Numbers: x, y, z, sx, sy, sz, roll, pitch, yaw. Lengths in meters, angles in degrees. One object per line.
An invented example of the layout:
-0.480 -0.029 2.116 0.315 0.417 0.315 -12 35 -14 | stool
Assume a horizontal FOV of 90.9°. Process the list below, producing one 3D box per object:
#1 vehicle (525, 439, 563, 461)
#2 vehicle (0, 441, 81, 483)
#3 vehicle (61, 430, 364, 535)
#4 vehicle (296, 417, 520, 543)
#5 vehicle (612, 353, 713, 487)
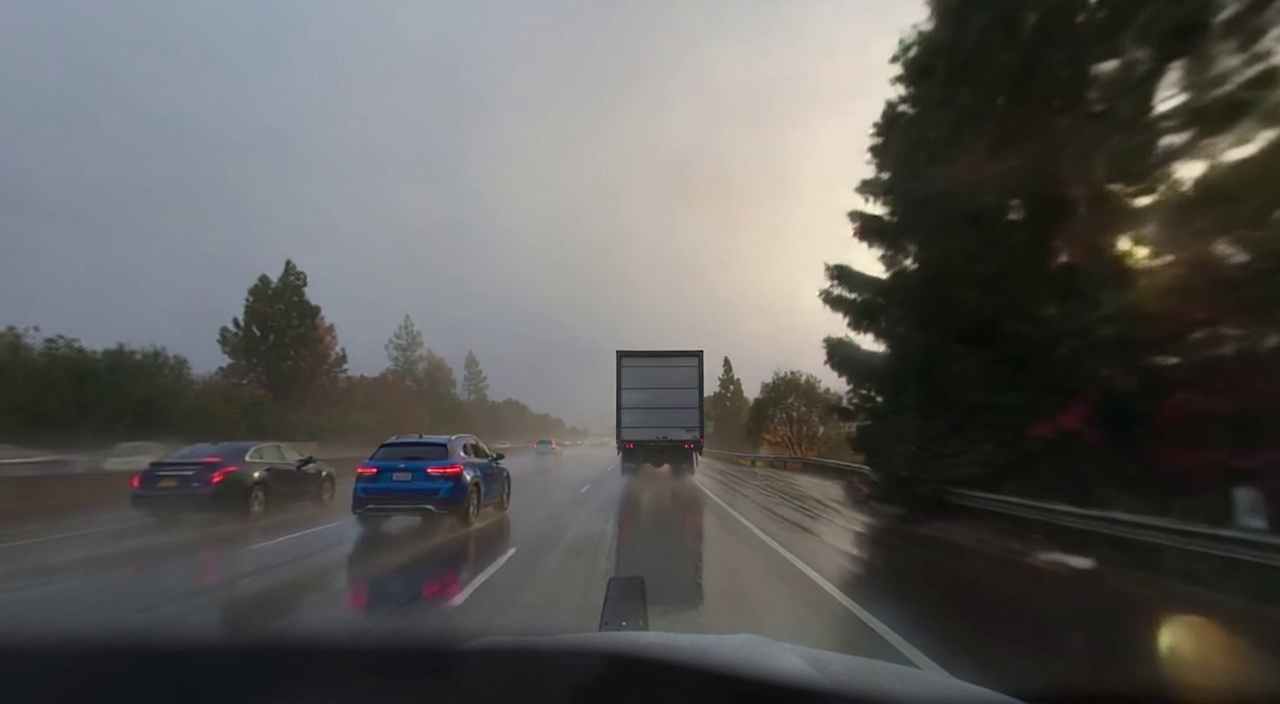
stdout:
-6.681 6.875 44.435 1.882 1.451 4.416 0 -8 1 | vehicle
-24.701 4.239 24.423 1.851 1.560 4.519 0 -8 1 | vehicle
-7.243 2.244 11.557 2.063 1.480 4.842 0 -8 2 | vehicle
-3.514 2.030 10.611 2.077 1.671 4.249 0 -8 1 | vehicle
0.676 2.722 23.462 2.870 3.841 10.653 0 -8 0 | vehicle
